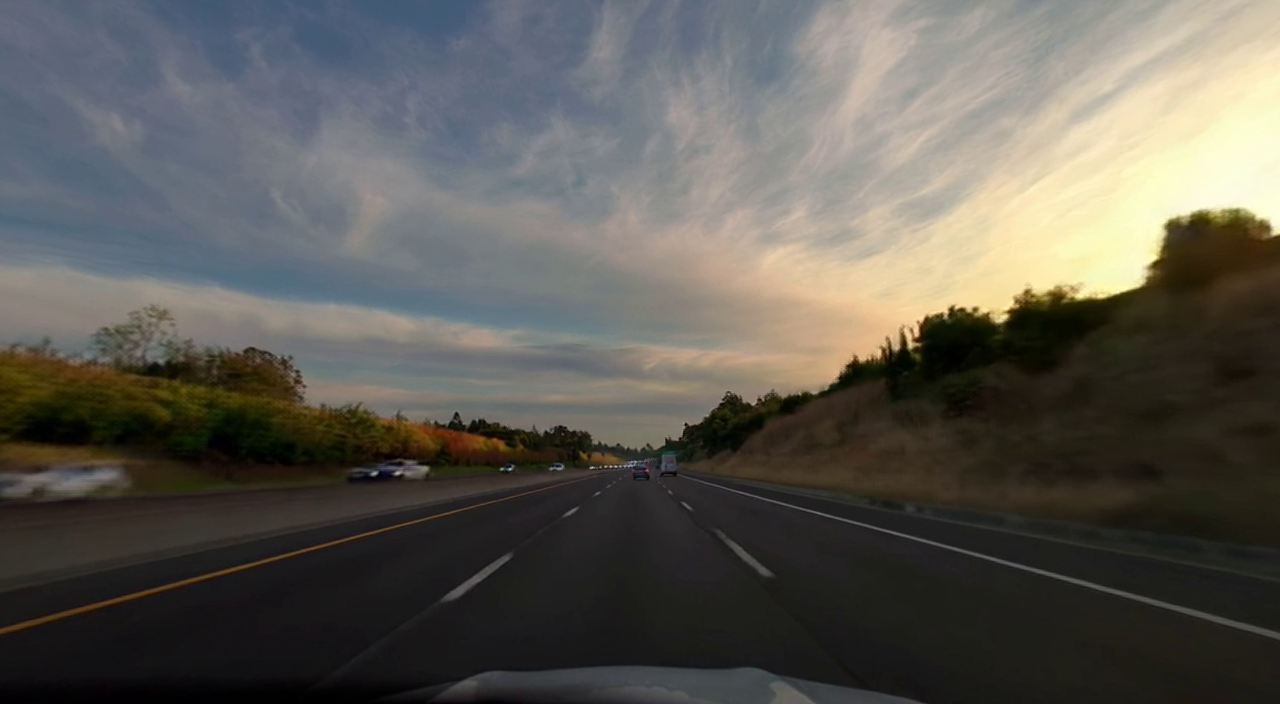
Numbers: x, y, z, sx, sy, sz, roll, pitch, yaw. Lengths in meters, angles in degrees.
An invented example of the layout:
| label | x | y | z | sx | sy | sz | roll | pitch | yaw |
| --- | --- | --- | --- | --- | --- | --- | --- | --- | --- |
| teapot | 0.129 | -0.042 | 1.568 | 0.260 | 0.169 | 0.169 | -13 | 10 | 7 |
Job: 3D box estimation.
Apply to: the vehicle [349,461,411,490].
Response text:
| label | x | y | z | sx | sy | sz | roll | pitch | yaw |
| --- | --- | --- | --- | --- | --- | --- | --- | --- | --- |
| vehicle | -15.648 | 7.448 | 38.105 | 1.902 | 1.607 | 4.116 | 0 | -10 | 1 |

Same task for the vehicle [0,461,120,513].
| label | x | y | z | sx | sy | sz | roll | pitch | yaw |
| --- | --- | --- | --- | --- | --- | --- | --- | --- | --- |
| vehicle | -19.072 | 4.211 | 20.011 | 1.716 | 1.454 | 3.893 | 0 | -10 | 0 |
